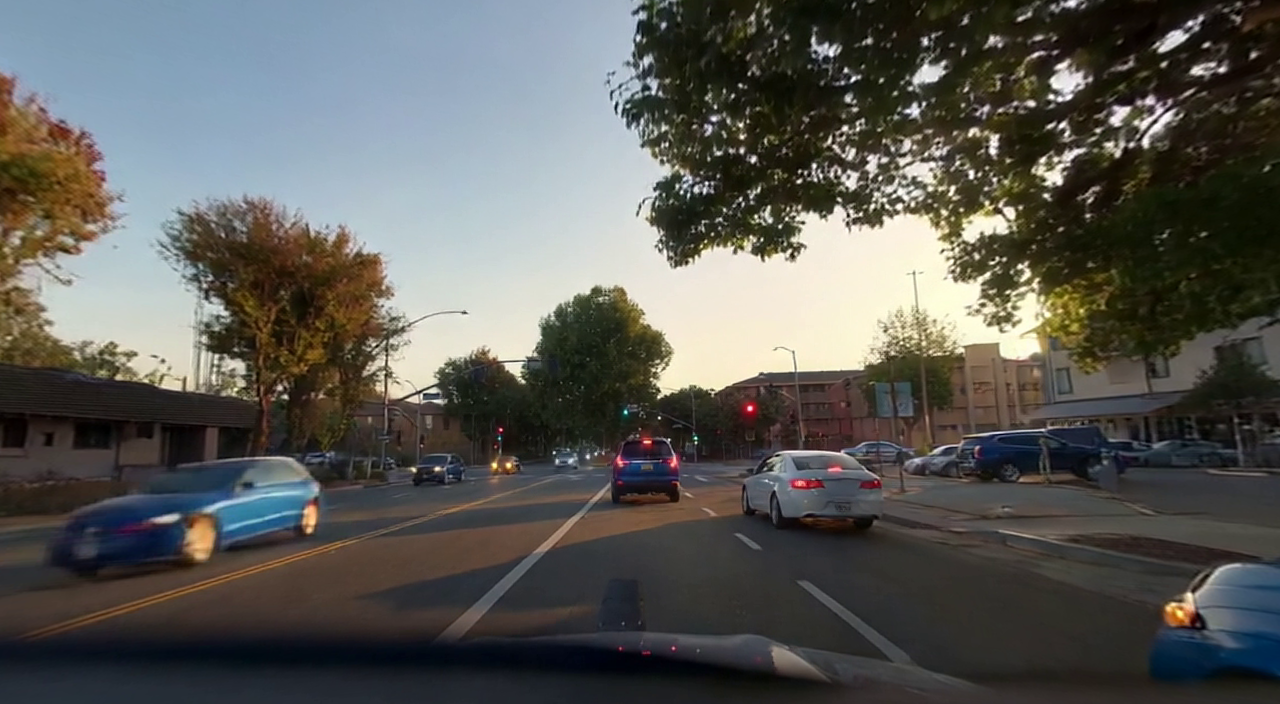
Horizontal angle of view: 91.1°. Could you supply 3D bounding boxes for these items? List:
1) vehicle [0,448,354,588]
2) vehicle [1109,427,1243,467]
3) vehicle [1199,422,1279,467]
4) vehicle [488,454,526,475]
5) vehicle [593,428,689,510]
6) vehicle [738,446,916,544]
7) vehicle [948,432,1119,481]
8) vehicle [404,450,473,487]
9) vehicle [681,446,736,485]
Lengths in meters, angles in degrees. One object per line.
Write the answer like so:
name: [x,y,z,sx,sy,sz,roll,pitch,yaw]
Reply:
vehicle: [-6.321,2.168,9.191,2.054,1.478,4.584,0,-9,0]
vehicle: [26.693,4.731,31.377,4.704,1.919,2.130,0,-9,-2]
vehicle: [26.336,3.840,26.034,4.288,1.776,1.928,0,-9,1]
vehicle: [-10.280,8.707,48.814,1.962,1.458,4.505,0,-9,0]
vehicle: [-0.004,3.134,17.248,2.296,1.947,4.168,0,-9,-1]
vehicle: [3.263,2.557,12.017,1.900,1.478,4.425,0,-9,-2]
vehicle: [13.651,3.631,21.986,4.648,1.583,2.018,0,-9,-2]
vehicle: [-10.587,6.106,33.380,2.161,1.764,4.725,0,-9,-1]
vehicle: [3.267,5.481,30.698,2.138,1.729,4.178,0,-9,-1]
